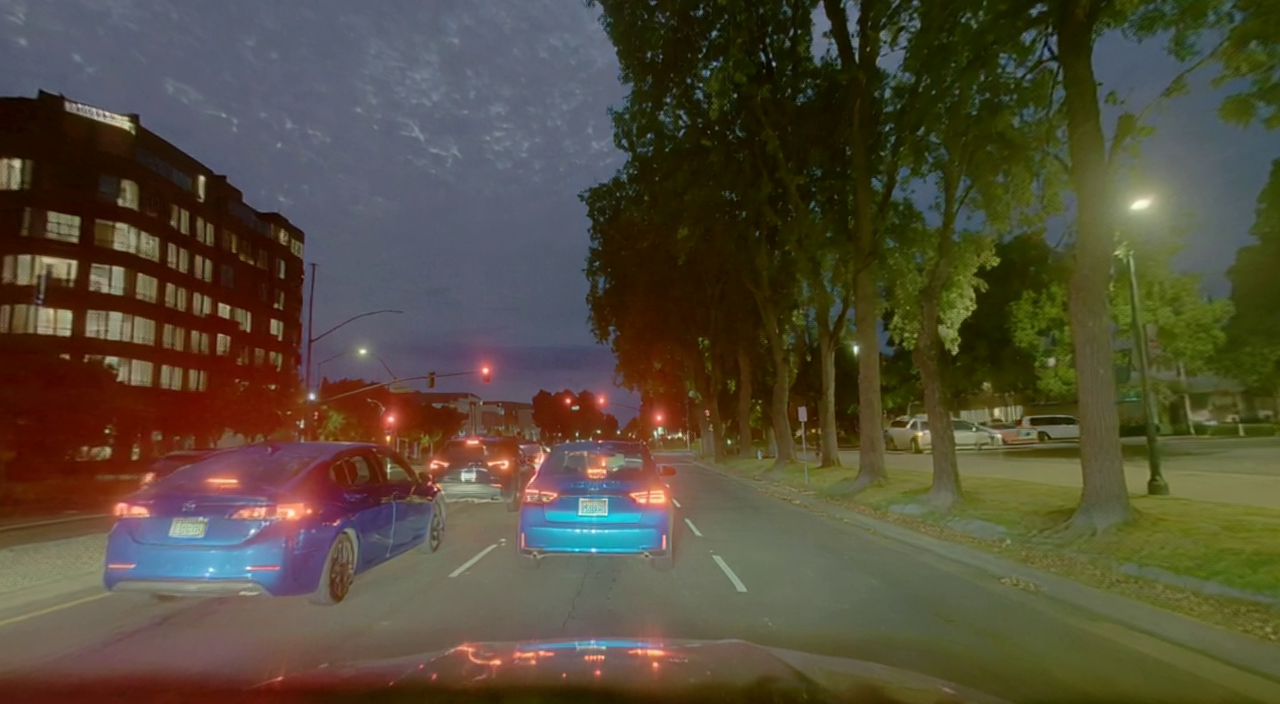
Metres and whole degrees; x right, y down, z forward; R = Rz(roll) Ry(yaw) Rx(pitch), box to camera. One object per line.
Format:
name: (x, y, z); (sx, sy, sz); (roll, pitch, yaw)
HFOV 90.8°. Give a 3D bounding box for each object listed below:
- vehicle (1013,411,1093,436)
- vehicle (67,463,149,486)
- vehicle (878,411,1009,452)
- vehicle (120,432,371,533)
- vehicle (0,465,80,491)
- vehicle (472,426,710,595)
vehicle: (30.246, 5.264, 46.446); (4.627, 1.671, 1.929); (-5, -10, 28)
vehicle: (-36.410, 8.387, 43.301); (3.918, 1.423, 1.861); (0, -9, 1)
vehicle: (13.927, 3.704, 29.228); (4.975, 1.809, 1.956); (0, -9, 1)
vehicle: (-7.274, 2.429, 12.355); (2.096, 1.593, 4.288); (0, -9, 1)
vehicle: (-36.619, 7.550, 37.935); (4.093, 1.440, 1.804); (0, -9, -2)
vehicle: (-0.420, 1.711, 7.631); (2.104, 1.472, 3.946); (0, -9, 0)
